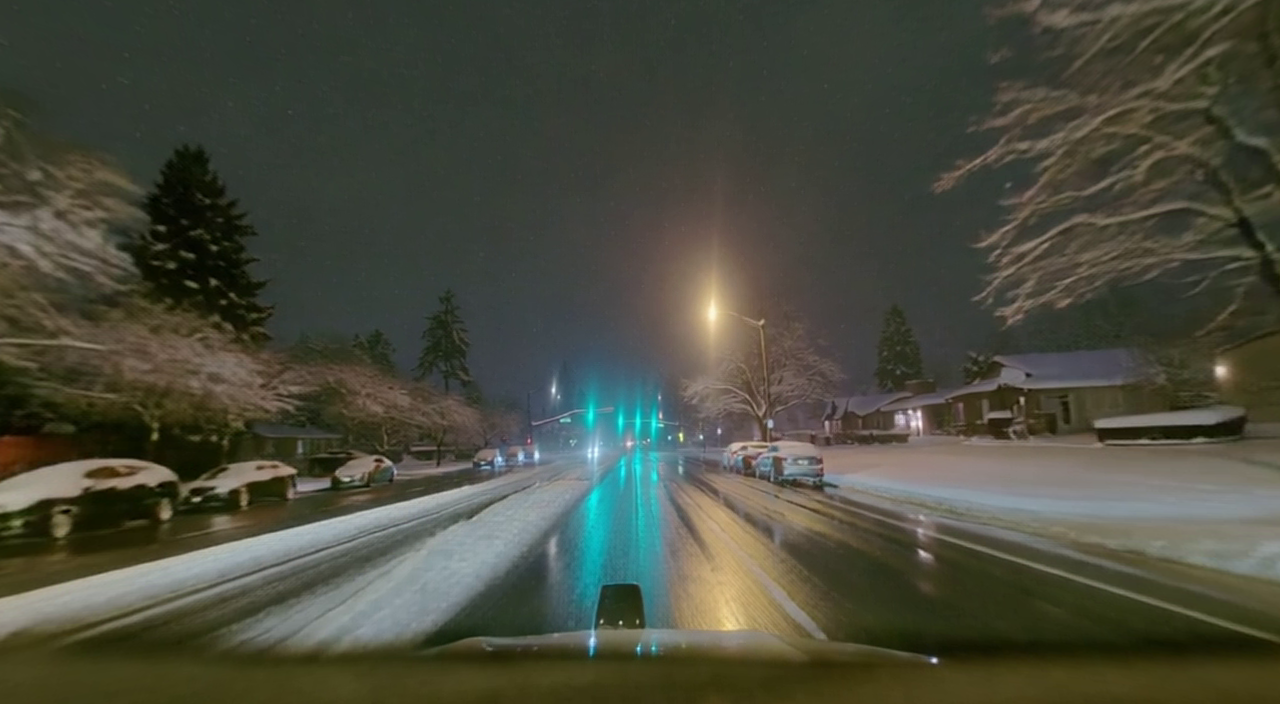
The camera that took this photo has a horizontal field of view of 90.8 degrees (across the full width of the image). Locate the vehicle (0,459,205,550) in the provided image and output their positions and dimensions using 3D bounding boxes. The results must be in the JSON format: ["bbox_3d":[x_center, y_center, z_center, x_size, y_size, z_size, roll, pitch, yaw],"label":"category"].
[{"bbox_3d":[-12.732,3.367,14.644,2.078,1.618,4.650,0,-8,-2],"label":"vehicle"}]

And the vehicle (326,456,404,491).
[{"bbox_3d":[-12.863,5.676,29.831,1.812,1.454,4.351,0,-8,-2],"label":"vehicle"}]

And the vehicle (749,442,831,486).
[{"bbox_3d":[5.550,4.170,23.920,1.875,1.466,4.355,0,-8,-2],"label":"vehicle"}]

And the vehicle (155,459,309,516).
[{"bbox_3d":[-12.794,4.248,20.268,1.817,1.485,4.687,0,-8,0],"label":"vehicle"}]
